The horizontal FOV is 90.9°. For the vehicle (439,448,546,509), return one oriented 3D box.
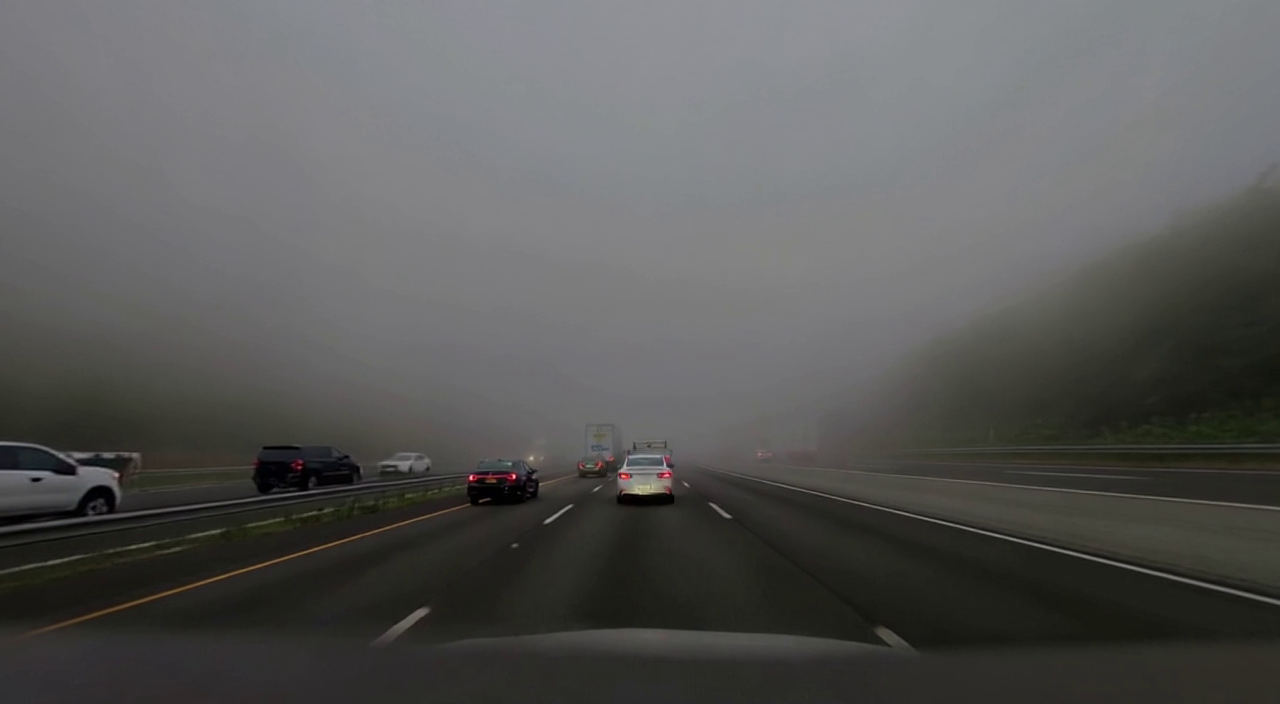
[{"bbox_3d":[-4.034,3.532,18.043,1.929,1.509,4.331,0,-9,1],"label":"vehicle"}]

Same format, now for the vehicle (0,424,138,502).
[{"bbox_3d":[-32.169,5.436,30.898,2.803,3.665,14.746,0,-9,1],"label":"vehicle"}]

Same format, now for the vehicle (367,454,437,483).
[{"bbox_3d":[-13.293,6.535,35.565,1.940,1.482,4.610,-1,-9,3],"label":"vehicle"}]

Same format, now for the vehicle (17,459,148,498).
[{"bbox_3d":[-27.794,6.283,31.707,1.962,1.694,4.917,0,-9,2],"label":"vehicle"}]

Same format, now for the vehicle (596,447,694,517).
[{"bbox_3d":[0.122,3.069,15.349,2.057,1.449,3.931,0,-9,1],"label":"vehicle"}]
